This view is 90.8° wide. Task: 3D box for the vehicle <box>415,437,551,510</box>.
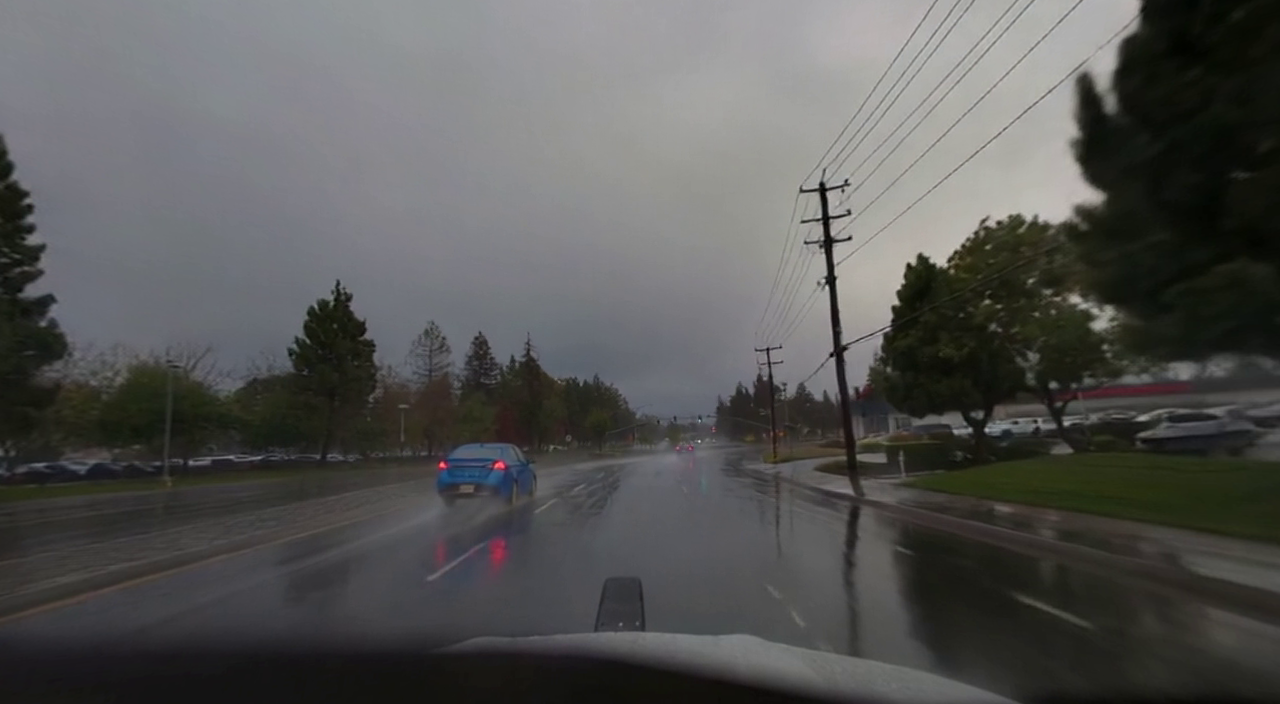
[{"bbox_3d":[-3.587,2.860,15.418,1.928,1.488,4.635,-1,-8,3],"label":"vehicle"}]
